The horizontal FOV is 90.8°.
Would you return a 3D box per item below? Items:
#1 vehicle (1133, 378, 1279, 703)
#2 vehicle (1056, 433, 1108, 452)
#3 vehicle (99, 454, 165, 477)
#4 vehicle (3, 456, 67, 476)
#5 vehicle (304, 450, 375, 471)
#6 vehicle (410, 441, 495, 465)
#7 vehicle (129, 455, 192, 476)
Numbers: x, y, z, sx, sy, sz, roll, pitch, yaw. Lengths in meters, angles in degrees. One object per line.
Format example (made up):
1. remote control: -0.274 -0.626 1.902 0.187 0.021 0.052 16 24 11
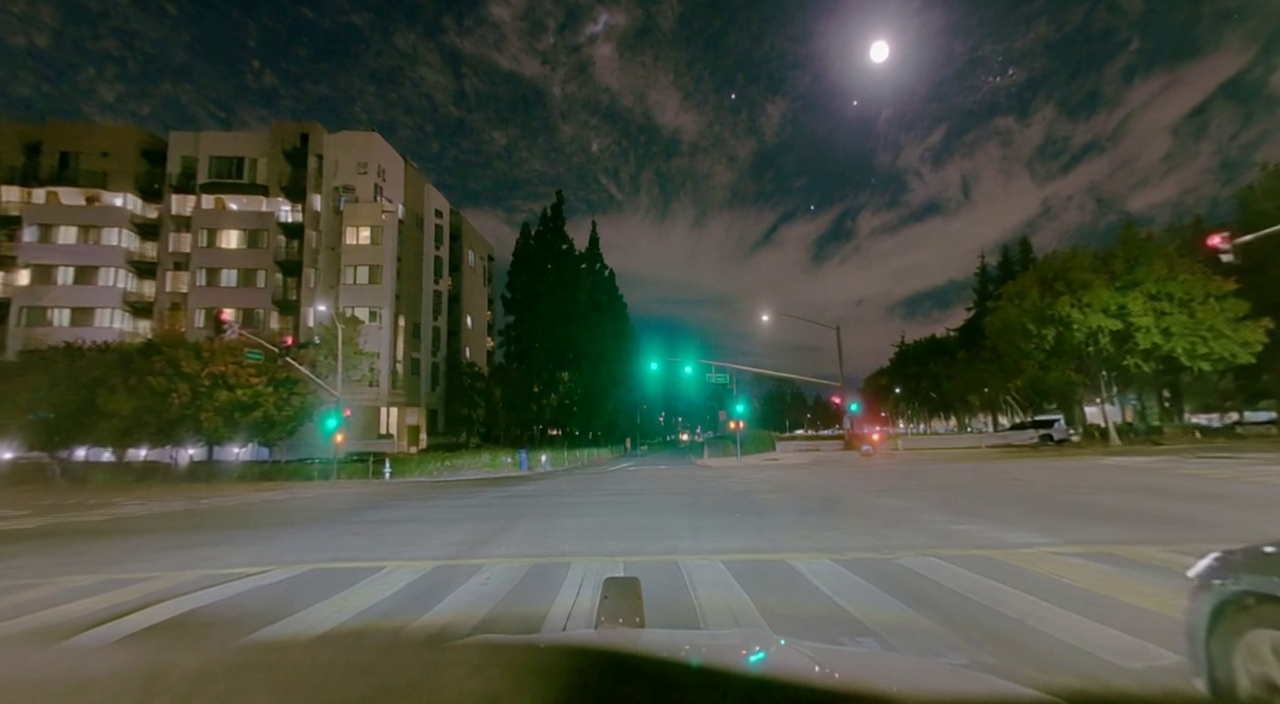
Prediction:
1. vehicle: 3.290 0.635 0.806 1.903 1.529 4.254 0 -9 1
2. vehicle: 34.843 7.159 49.894 1.649 1.463 3.507 0 -9 2
3. vehicle: -38.863 8.667 48.420 1.934 1.507 3.869 1 -7 -3
4. vehicle: -46.232 8.720 48.361 1.627 1.392 3.330 0 -9 -1
5. vehicle: -21.874 7.890 46.122 4.207 1.508 1.875 0 -9 2
6. vehicle: -14.746 7.965 49.864 6.021 1.868 2.172 0 -9 1
7. vehicle: -36.426 8.615 48.082 1.709 1.410 3.945 0 -9 -1
